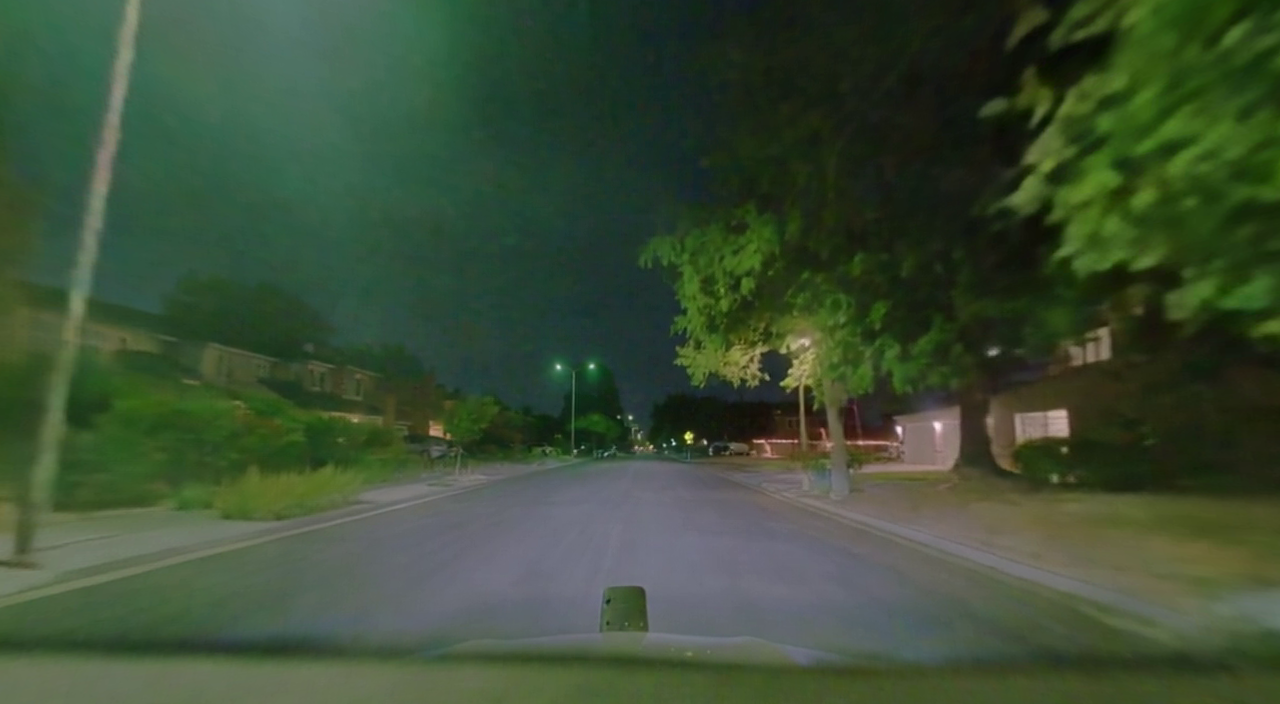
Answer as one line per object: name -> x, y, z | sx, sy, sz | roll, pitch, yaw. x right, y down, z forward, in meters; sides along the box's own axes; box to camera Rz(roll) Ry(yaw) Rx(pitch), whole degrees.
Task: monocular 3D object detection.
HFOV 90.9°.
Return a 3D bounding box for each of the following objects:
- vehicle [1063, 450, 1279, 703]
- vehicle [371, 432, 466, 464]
vehicle -> 3.419, 0.927, 1.055 | 2.083, 1.485, 4.691 | 0, -9, -1
vehicle -> -13.242, 5.778, 37.912 | 4.796, 1.864, 2.328 | 0, -9, 2
